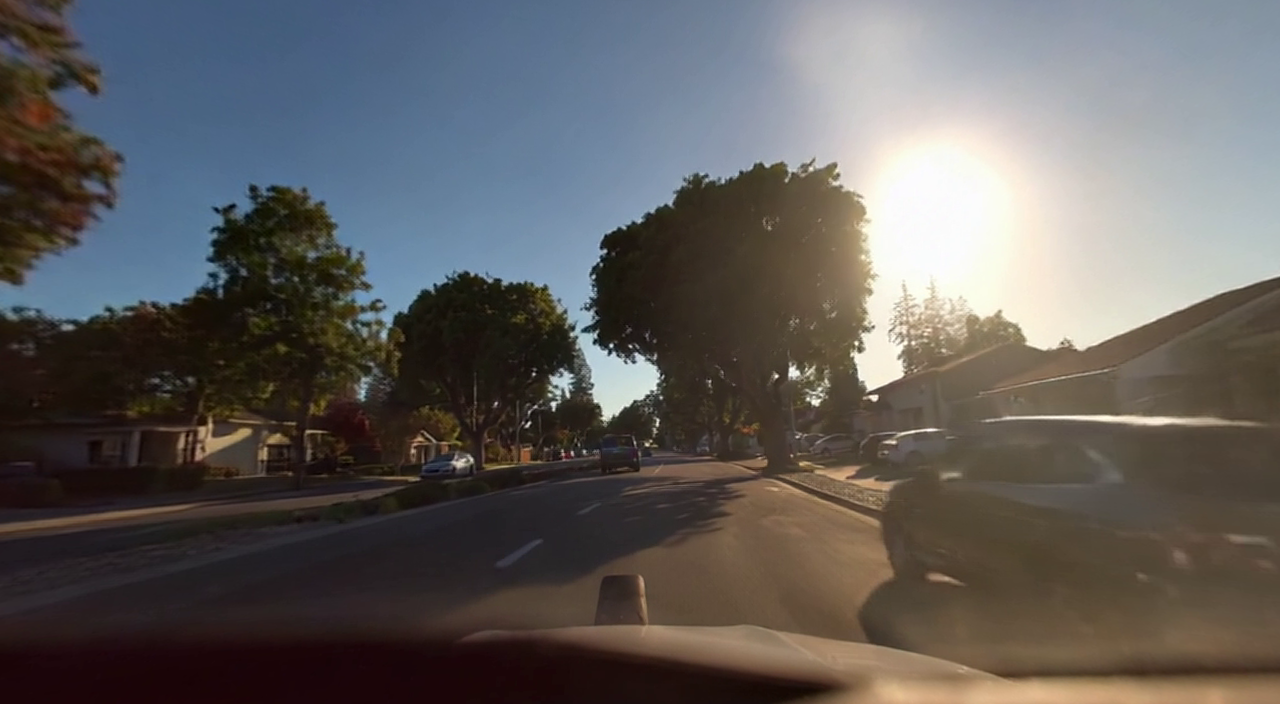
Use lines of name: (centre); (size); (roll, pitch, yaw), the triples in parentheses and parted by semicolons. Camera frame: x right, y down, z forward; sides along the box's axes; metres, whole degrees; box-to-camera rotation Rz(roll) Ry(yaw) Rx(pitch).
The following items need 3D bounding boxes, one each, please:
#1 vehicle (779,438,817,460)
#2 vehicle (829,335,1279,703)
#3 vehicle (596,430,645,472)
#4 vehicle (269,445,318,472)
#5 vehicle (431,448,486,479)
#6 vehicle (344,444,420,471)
vehicle: (11.388, 7.014, 45.751); (1.897, 1.524, 4.604); (-1, -8, 5)
vehicle: (3.262, 1.196, 4.836); (2.209, 1.812, 5.012); (0, -9, 2)
vehicle: (-0.958, 5.341, 34.295); (2.085, 2.084, 5.133); (-1, -9, 4)
vehicle: (-22.971, 7.044, 42.007); (1.940, 1.554, 4.237); (3, -7, -17)
vehicle: (-11.251, 6.923, 39.474); (2.002, 1.598, 4.366); (-6, -8, 0)
vehicle: (-18.399, 7.584, 45.194); (4.549, 1.814, 1.944); (-1, -11, -2)
